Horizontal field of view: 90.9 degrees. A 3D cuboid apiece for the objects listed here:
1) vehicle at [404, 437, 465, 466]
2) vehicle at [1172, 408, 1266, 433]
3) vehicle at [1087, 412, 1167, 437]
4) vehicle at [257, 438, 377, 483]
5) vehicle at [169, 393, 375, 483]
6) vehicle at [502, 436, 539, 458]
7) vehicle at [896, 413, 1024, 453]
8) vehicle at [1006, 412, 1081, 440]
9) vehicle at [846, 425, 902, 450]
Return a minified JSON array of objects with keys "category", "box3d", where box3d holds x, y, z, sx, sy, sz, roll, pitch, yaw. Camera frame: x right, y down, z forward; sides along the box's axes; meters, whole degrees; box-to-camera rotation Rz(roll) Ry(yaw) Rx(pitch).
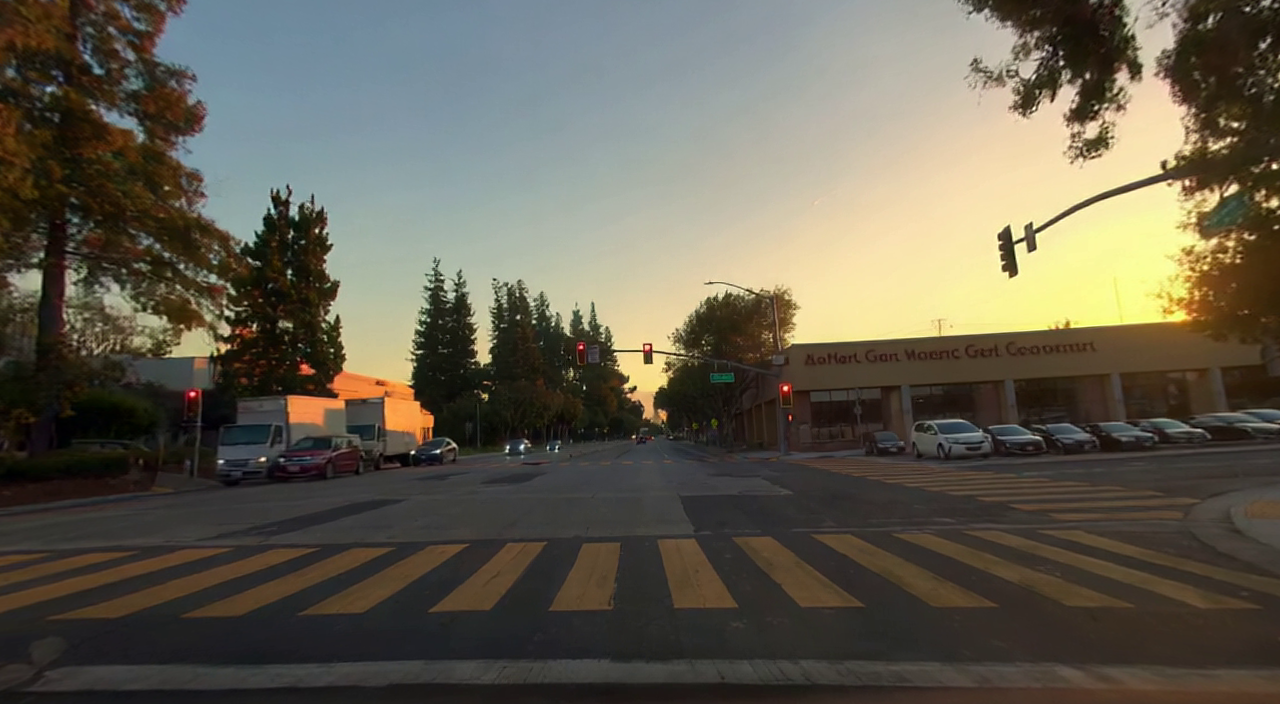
[{"category":"vehicle","box3d":[-12.325,5.993,38.167,2.181,1.653,4.468,0,-8,0]},{"category":"vehicle","box3d":[38.420,4.616,41.970,1.715,1.480,4.701,0,-8,-1]},{"category":"vehicle","box3d":[31.386,4.729,40.773,1.823,1.480,4.003,0,-8,-4]},{"category":"vehicle","box3d":[-12.028,4.061,23.920,1.996,1.482,4.772,0,-8,0]},{"category":"vehicle","box3d":[-16.567,4.151,29.933,3.161,3.455,11.058,0,-8,0]},{"category":"vehicle","box3d":[-9.260,7.413,49.149,2.026,1.616,4.199,0,-8,1]},{"category":"vehicle","box3d":[14.081,3.597,27.945,4.566,1.670,2.000,0,-8,-2]},{"category":"vehicle","box3d":[26.313,4.882,41.282,2.011,1.656,4.163,0,-8,-3]},{"category":"vehicle","box3d":[17.185,6.306,46.376,3.329,1.415,1.821,-6,-9,2]}]
